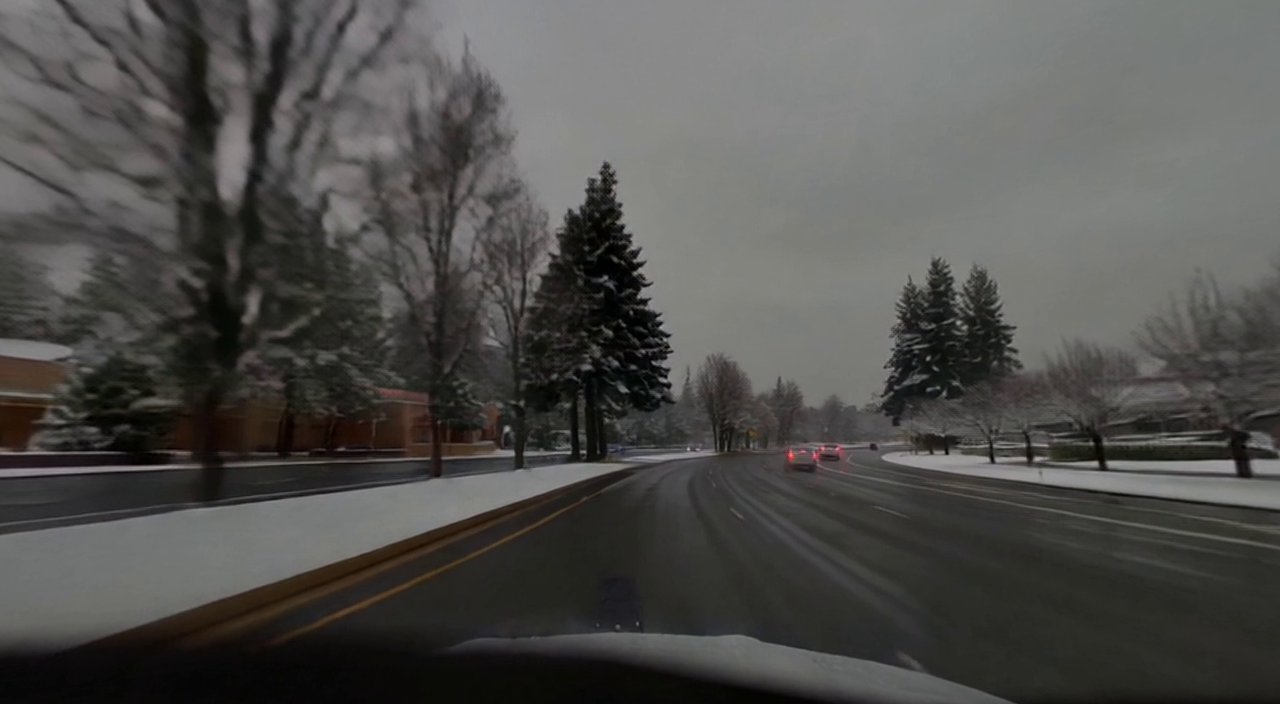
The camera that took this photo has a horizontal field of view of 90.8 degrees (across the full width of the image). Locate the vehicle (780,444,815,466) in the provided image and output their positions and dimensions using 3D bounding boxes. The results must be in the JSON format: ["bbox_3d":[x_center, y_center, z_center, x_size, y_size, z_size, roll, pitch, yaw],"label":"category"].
[{"bbox_3d":[11.073,7.270,44.610,1.988,1.460,3.996,-1,-9,9],"label":"vehicle"}]
